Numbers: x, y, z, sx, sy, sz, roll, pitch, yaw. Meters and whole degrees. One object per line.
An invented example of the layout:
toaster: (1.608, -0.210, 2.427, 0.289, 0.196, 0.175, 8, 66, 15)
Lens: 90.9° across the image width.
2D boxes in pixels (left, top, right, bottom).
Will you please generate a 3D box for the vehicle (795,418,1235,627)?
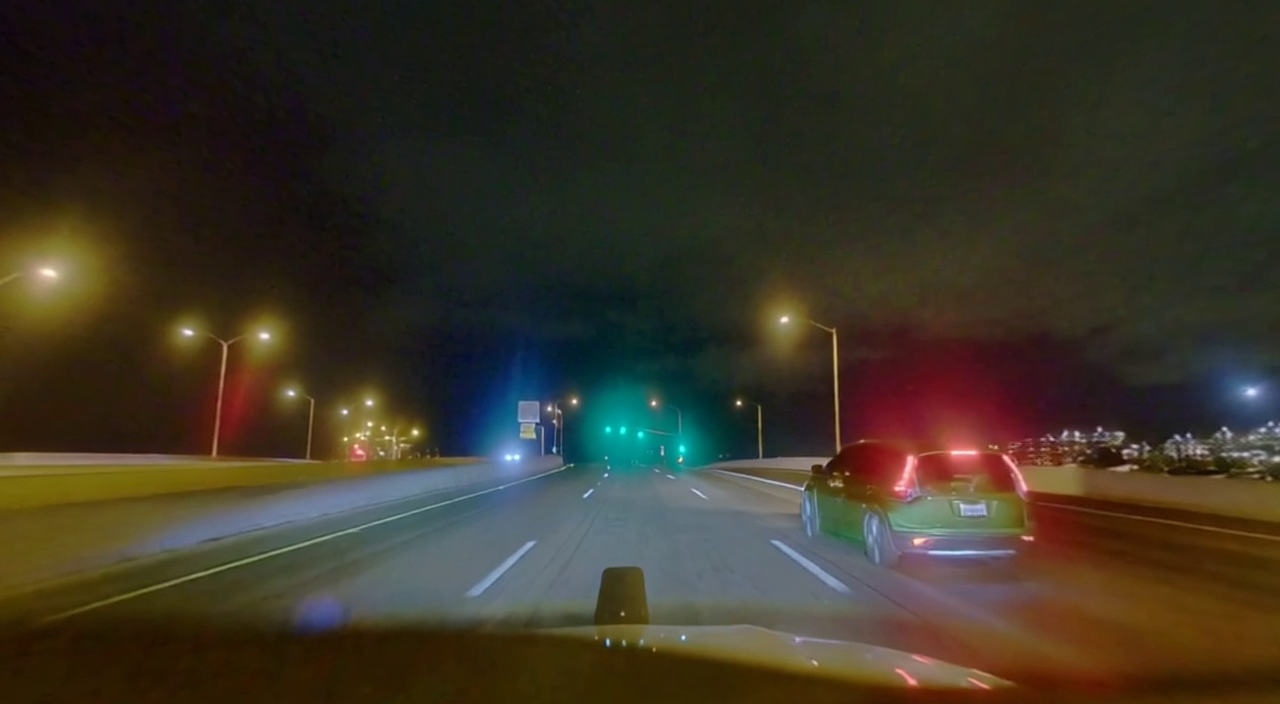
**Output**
vehicle: (3.458, 1.658, 7.238, 2.104, 1.575, 4.698, 0, -9, -1)
